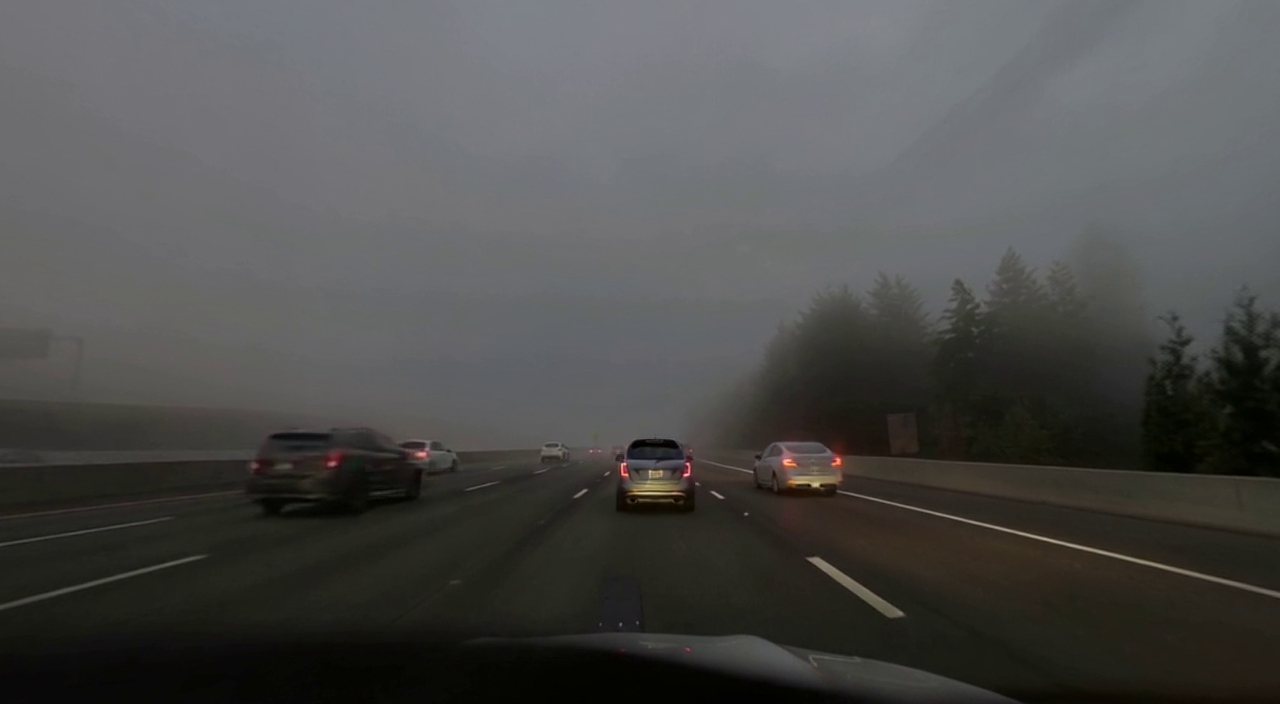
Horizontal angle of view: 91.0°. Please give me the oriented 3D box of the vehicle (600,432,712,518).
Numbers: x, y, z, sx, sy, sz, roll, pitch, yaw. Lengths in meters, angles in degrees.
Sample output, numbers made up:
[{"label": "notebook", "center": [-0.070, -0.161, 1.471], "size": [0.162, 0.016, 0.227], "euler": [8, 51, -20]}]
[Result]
[{"label": "vehicle", "center": [0.289, 2.551, 13.482], "size": [2.044, 1.554, 3.824], "euler": [0, -9, 0]}]

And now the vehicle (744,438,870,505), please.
[{"label": "vehicle", "center": [4.181, 3.078, 16.680], "size": [2.002, 1.499, 4.710], "euler": [0, -9, 0]}]

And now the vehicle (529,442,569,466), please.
[{"label": "vehicle", "center": [-6.506, 7.366, 45.574], "size": [2.127, 1.644, 4.631], "euler": [0, -9, 1]}]

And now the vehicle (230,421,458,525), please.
[{"label": "vehicle", "center": [-5.804, 2.457, 13.368], "size": [2.182, 1.743, 5.144], "euler": [0, -9, 2]}]
